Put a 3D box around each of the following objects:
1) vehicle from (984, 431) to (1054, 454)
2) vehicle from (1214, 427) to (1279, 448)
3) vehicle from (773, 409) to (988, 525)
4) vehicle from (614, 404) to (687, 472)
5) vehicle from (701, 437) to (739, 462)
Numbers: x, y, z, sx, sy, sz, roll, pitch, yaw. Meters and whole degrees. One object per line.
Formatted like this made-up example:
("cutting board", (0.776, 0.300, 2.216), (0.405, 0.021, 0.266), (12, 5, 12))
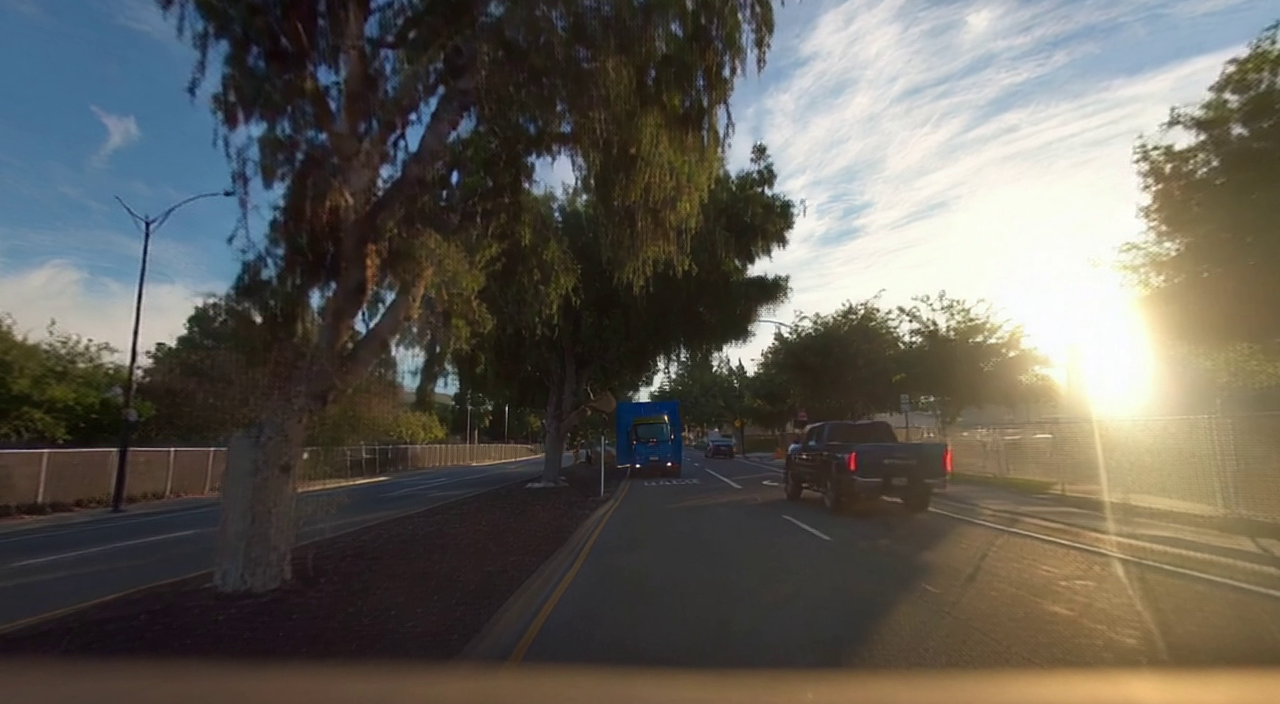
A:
("vehicle", (23.244, 5.549, 38.754), (3.251, 1.321, 1.555), (-1, -8, 0))
("vehicle", (44.756, 6.298, 46.520), (1.664, 1.434, 3.771), (-3, -8, 11))
("vehicle", (4.438, 2.221, 12.807), (2.375, 1.857, 5.100), (0, -8, 1))
("vehicle", (0.575, 4.274, 31.231), (3.197, 2.963, 7.055), (0, -8, 2))
("vehicle", (5.548, 6.824, 44.425), (2.076, 1.661, 4.524), (0, -8, 0))
